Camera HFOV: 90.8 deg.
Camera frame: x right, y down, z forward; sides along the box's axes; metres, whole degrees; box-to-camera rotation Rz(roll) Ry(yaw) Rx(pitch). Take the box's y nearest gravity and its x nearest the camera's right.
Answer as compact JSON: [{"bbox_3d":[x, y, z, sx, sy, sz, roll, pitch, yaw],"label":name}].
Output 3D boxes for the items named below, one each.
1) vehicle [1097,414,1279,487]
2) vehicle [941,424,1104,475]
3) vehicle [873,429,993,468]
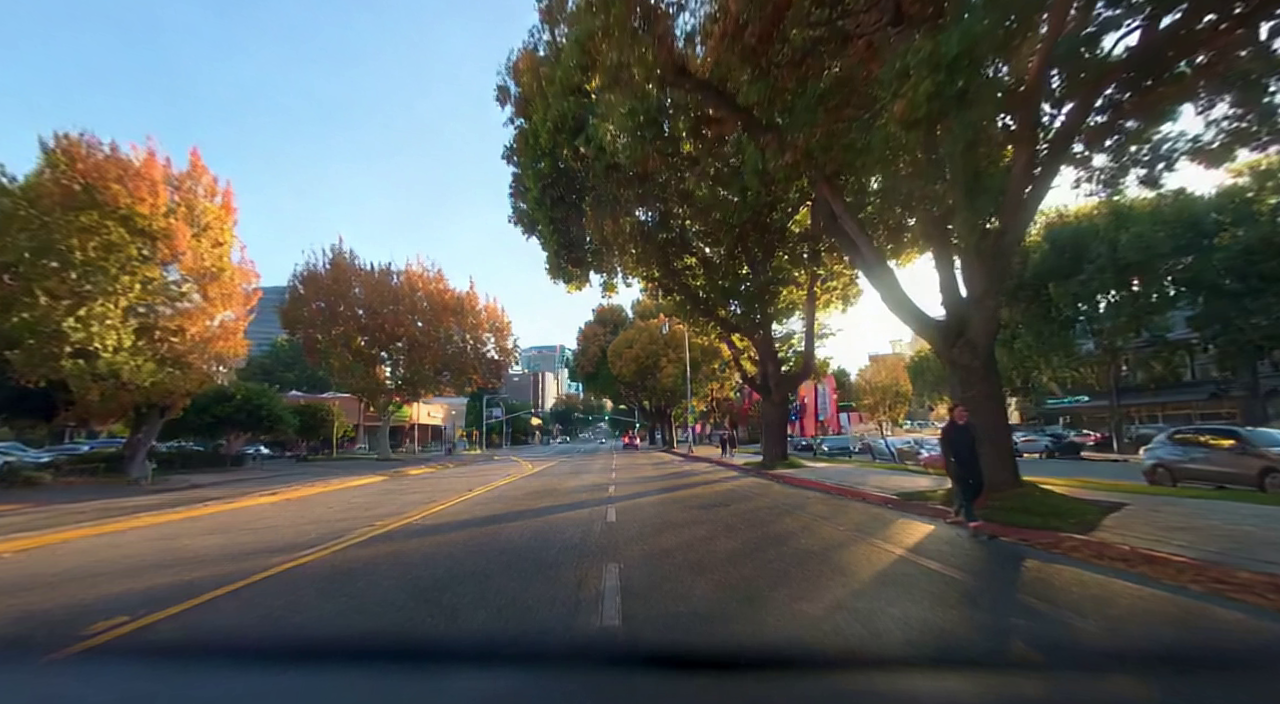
[{"bbox_3d":[14.418,2.411,15.634,4.644,1.657,2.072,0,-8,-3],"label":"vehicle"},{"bbox_3d":[14.354,3.669,23.909,4.722,1.483,2.119,-4,-8,-3],"label":"vehicle"},{"bbox_3d":[13.604,4.488,29.513,4.538,1.433,2.023,-3,-7,-4],"label":"vehicle"}]
